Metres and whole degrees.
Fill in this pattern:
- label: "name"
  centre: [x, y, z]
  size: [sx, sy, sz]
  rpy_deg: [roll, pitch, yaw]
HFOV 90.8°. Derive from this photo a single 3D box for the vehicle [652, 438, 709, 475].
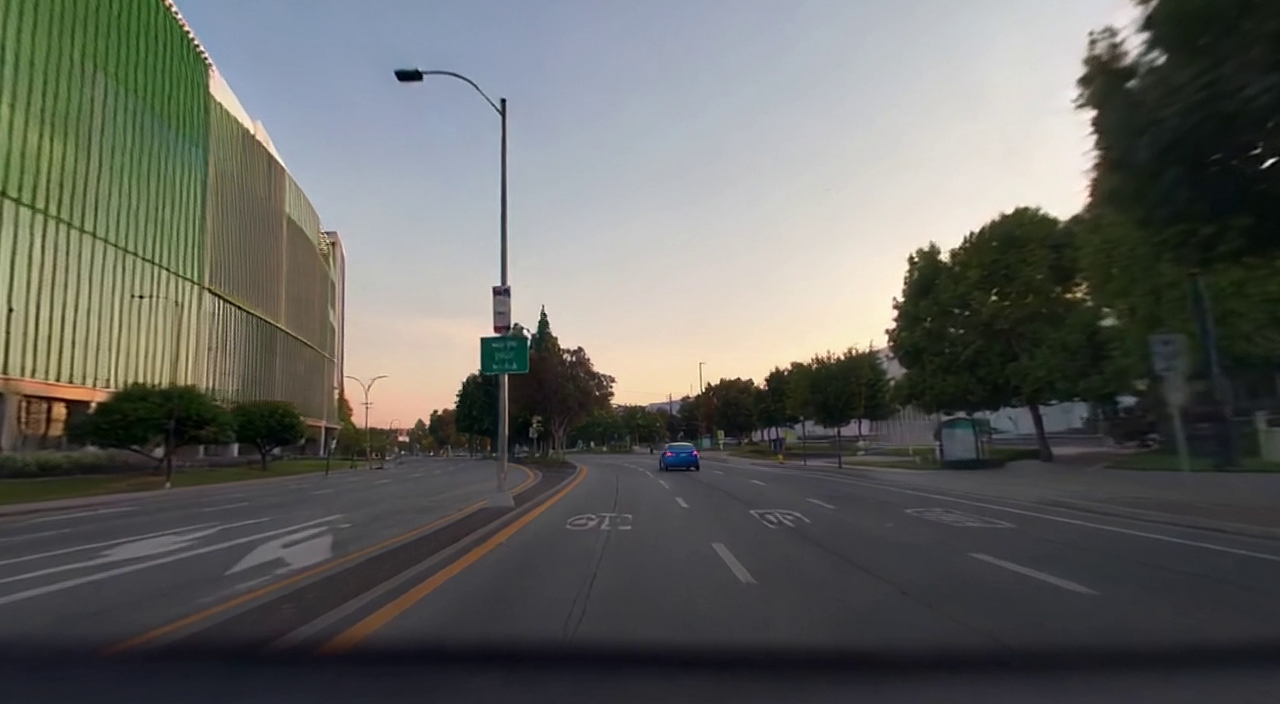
- label: "vehicle"
  centre: [1.878, 5.045, 30.841]
  size: [2.165, 1.633, 4.381]
  rpy_deg: [0, -8, -5]
